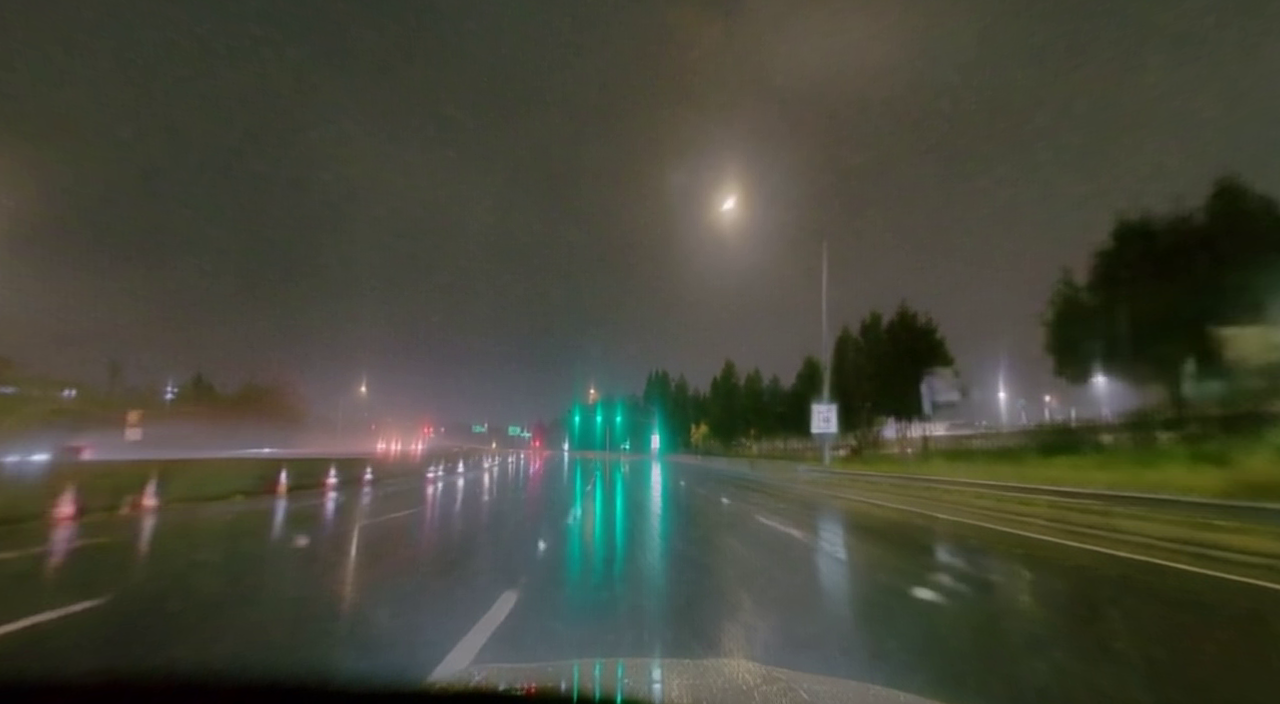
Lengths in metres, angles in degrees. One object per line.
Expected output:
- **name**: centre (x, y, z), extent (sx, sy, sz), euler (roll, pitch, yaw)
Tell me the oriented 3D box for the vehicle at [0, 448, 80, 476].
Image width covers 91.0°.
- **vehicle**: centre (-38.829, 6.968, 40.235), extent (1.954, 1.665, 4.692), euler (0, -9, -3)
